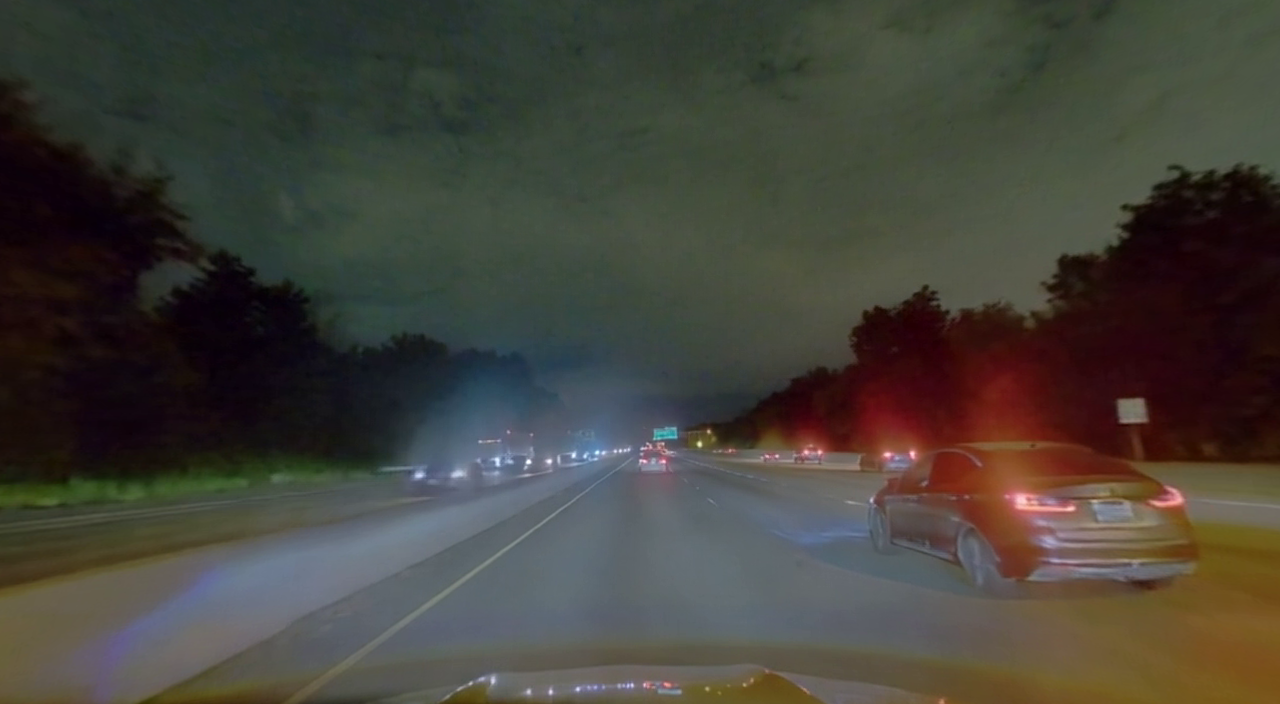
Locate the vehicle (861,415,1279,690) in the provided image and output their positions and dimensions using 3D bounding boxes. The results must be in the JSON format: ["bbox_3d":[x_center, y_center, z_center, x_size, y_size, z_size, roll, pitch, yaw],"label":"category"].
[{"bbox_3d":[3.793,1.424,5.640,2.029,1.475,4.279,0,-9,-1],"label":"vehicle"}]

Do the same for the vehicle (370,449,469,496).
[{"bbox_3d":[-7.798,4.287,22.806,1.922,1.501,4.532,0,-9,0],"label":"vehicle"}]

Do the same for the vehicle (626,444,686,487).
[{"bbox_3d":[0.597,4.482,25.151,2.177,1.520,4.278,0,-9,0],"label":"vehicle"}]
